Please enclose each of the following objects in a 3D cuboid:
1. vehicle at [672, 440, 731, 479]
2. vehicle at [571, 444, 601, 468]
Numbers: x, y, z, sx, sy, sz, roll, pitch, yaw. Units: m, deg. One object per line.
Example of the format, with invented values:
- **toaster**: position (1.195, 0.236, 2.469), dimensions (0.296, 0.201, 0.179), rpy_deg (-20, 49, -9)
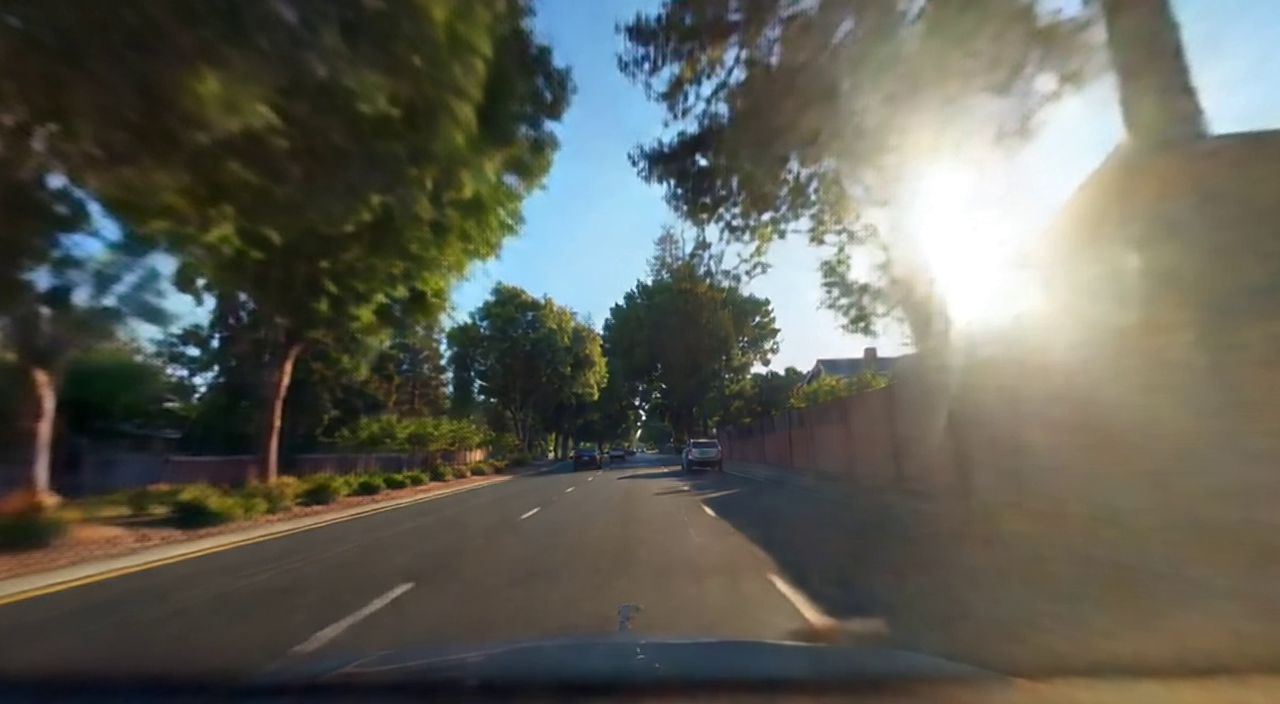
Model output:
- **vehicle**: position (2.884, 5.165, 30.604), dimensions (2.321, 1.695, 5.037), rpy_deg (0, -8, 0)
- **vehicle**: position (-4.224, 8.132, 49.655), dimensions (2.002, 1.747, 4.728), rpy_deg (0, -8, -1)
